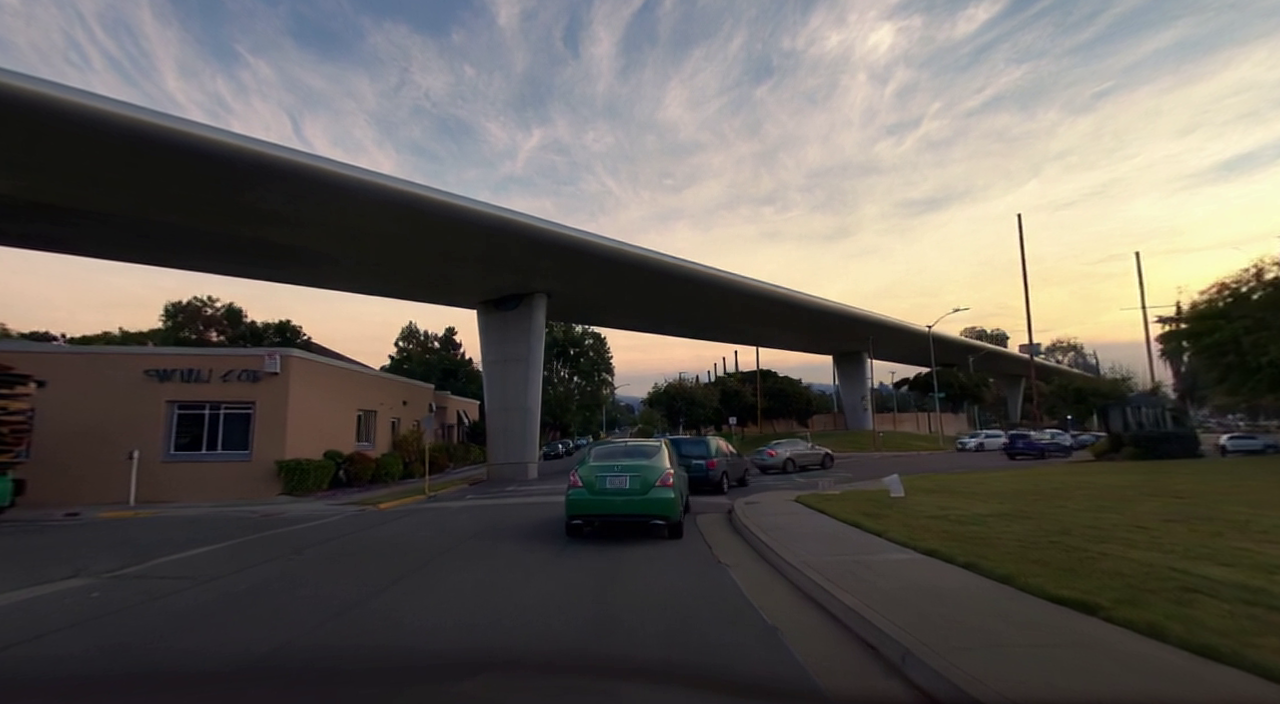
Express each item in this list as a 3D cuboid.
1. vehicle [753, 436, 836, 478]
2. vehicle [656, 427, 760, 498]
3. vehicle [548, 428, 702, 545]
[{"bbox_3d":[7.256,4.853,29.479,1.995,1.762,4.310,-7,-11,39],"label":"vehicle"},{"bbox_3d":[2.279,3.381,19.736,2.241,1.885,4.771,-3,-9,18],"label":"vehicle"},{"bbox_3d":[-0.110,2.186,10.975,2.087,1.578,4.652,-1,-9,2],"label":"vehicle"}]
